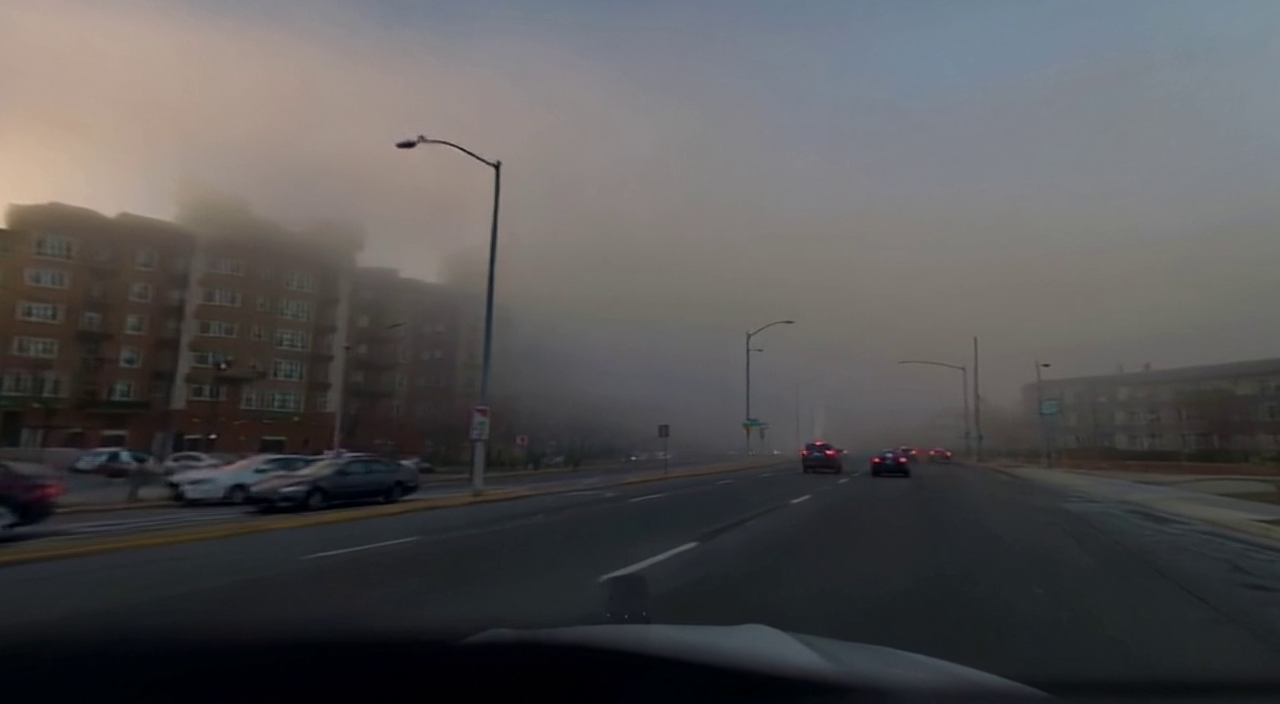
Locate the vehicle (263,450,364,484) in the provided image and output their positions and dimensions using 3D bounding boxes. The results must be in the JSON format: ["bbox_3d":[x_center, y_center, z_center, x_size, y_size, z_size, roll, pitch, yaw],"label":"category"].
[{"bbox_3d":[-17.558,6.168,34.165,1.875,1.600,4.604,-4,-9,23],"label":"vehicle"}]

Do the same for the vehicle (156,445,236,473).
[{"bbox_3d":[-25.422,6.081,36.068,3.990,1.502,2.113,-5,-10,29],"label":"vehicle"}]

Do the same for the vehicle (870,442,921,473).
[{"bbox_3d":[12.897,5.242,31.625,2.041,1.444,4.710,-4,-9,24],"label":"vehicle"}]

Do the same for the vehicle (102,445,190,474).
[{"bbox_3d":[-26.535,5.722,33.811,4.108,1.494,2.133,-5,-9,28],"label":"vehicle"}]

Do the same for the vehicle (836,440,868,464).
[{"bbox_3d":[15.850,7.405,47.011,1.857,1.697,4.011,-4,-9,23],"label":"vehicle"}]

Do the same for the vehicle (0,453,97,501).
[{"bbox_3d":[-22.540,4.434,22.517,1.884,1.575,4.215,-4,-9,23],"label":"vehicle"}]

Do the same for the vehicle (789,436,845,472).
[{"bbox_3d":[9.086,5.171,32.166,2.031,1.692,4.284,-4,-9,24],"label":"vehicle"}]

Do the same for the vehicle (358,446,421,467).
[{"bbox_3d":[-19.123,7.936,48.106,4.431,1.510,1.947,-4,-9,28],"label":"vehicle"}]
